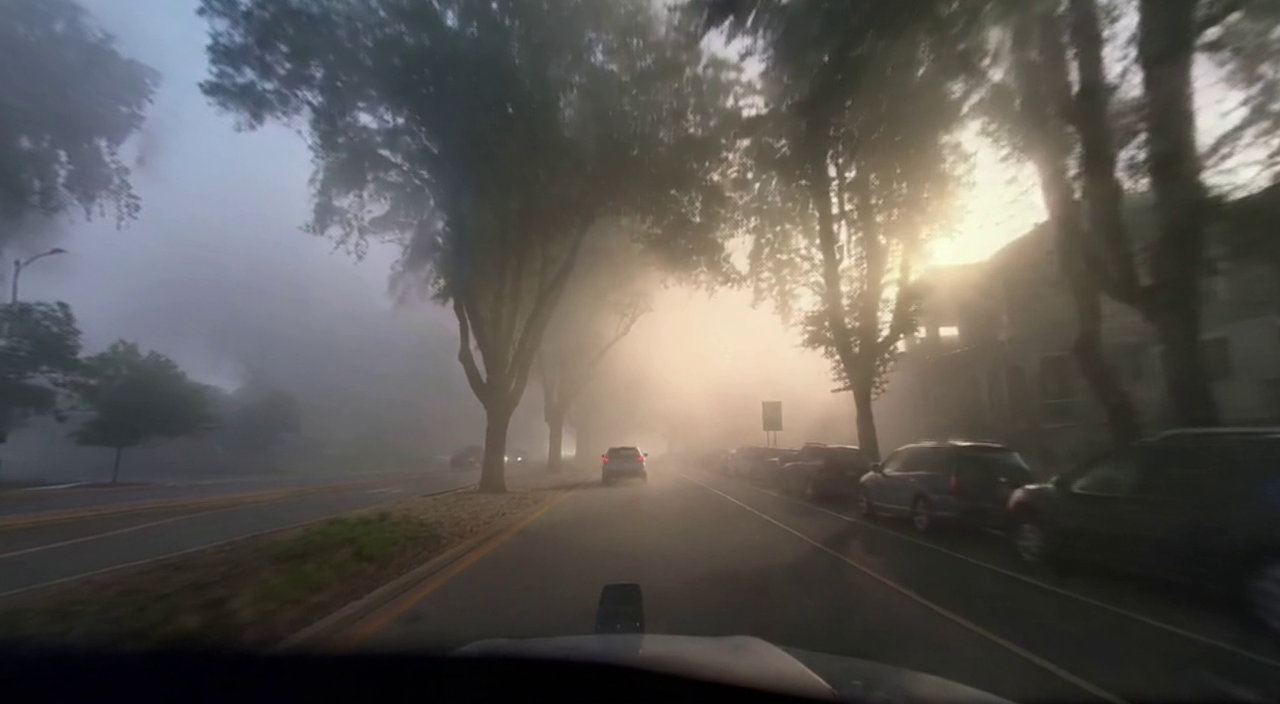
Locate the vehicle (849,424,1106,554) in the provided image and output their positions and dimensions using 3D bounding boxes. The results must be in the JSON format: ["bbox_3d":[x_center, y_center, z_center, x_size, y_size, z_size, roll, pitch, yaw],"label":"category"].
[{"bbox_3d":[5.570,2.302,11.310,2.026,1.822,4.520,0,-9,-1],"label":"vehicle"}]

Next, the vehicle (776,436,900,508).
[{"bbox_3d":[5.534,3.391,18.360,2.053,1.799,4.446,0,-9,-1],"label":"vehicle"}]

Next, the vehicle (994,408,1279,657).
[{"bbox_3d":[5.422,1.406,5.401,2.018,1.708,4.541,0,-9,-2],"label":"vehicle"}]

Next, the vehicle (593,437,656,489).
[{"bbox_3d":[-0.550,3.962,22.786,2.070,1.698,3.925,0,-9,-1],"label":"vehicle"}]

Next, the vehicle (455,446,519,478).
[{"bbox_3d":[-7.611,5.517,32.033,2.105,1.474,4.808,0,-9,-1],"label":"vehicle"}]
